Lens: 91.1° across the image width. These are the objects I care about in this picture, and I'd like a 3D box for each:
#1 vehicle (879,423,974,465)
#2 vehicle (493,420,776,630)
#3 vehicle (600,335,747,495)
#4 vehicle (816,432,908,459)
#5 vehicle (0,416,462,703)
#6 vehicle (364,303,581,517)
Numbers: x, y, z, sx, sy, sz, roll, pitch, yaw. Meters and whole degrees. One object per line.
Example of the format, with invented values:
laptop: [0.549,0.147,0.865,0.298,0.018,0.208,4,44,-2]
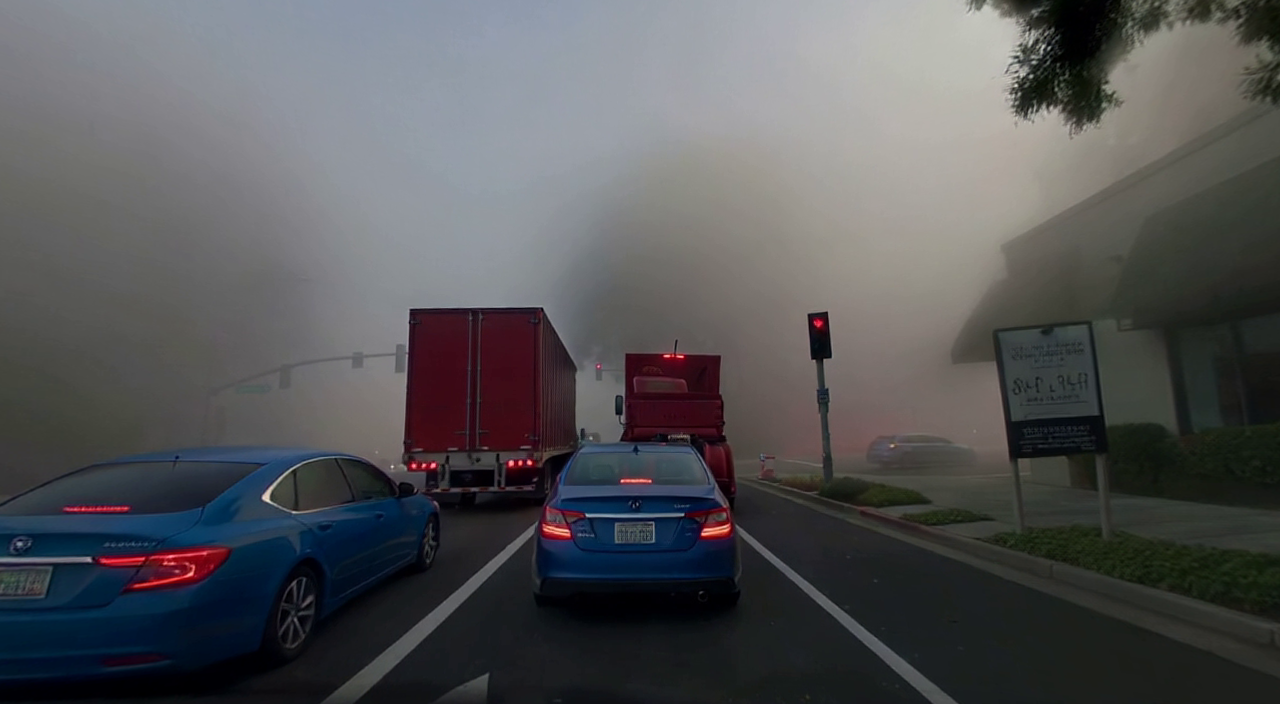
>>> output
vehicle: [12.866,4.260,28.563,1.969,1.713,4.681,-1,-10,-1]
vehicle: [-0.104,1.571,6.719,2.067,1.506,4.118,0,-8,-2]
vehicle: [0.540,1.598,16.516,2.803,3.066,8.341,-1,-5,-2]
vehicle: [12.571,5.353,35.809,4.574,1.478,1.880,-1,-8,4]
vehicle: [-3.094,1.368,5.175,1.969,1.471,4.378,0,-8,0]
vehicle: [-3.266,1.509,14.694,3.020,3.800,7.105,0,-8,0]
